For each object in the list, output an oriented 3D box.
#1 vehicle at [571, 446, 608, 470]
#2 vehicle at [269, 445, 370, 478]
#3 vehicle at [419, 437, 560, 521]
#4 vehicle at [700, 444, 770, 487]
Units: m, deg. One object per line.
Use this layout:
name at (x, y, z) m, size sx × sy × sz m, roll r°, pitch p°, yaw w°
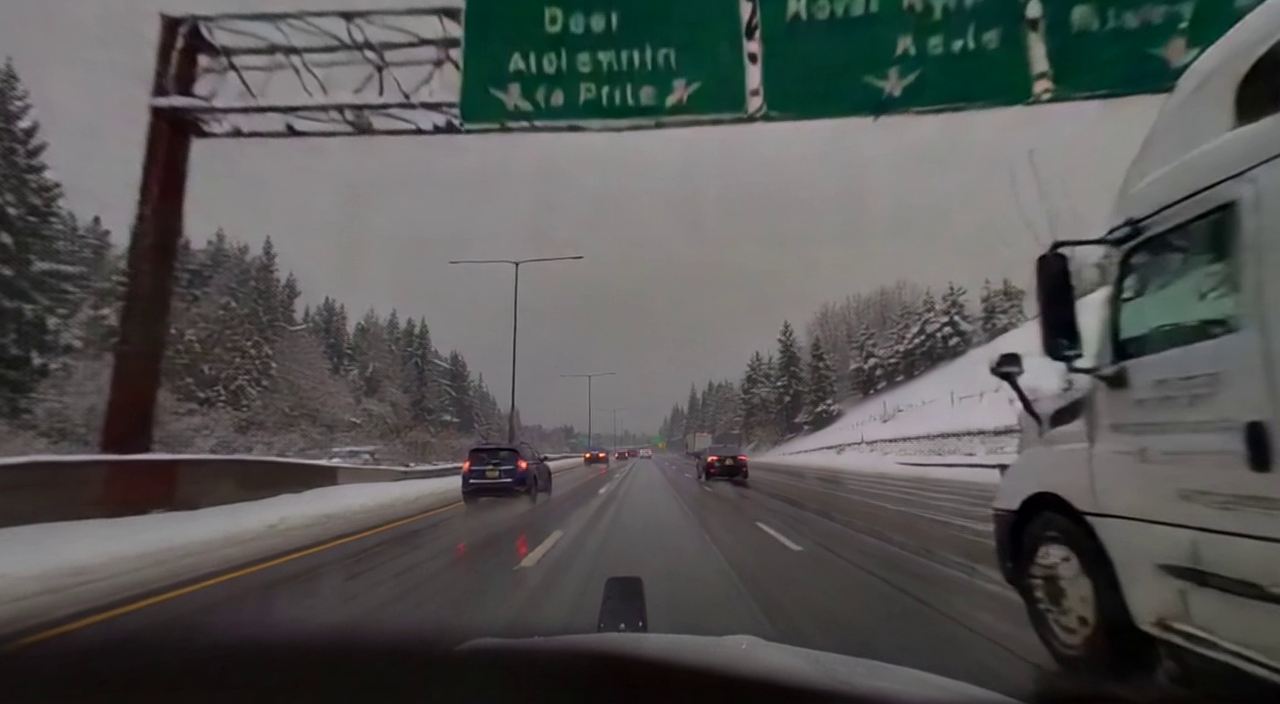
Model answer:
vehicle at (-3.351, 7.168, 42.846) m, size 2.099 × 1.494 × 4.504 m, roll 0°, pitch -8°, yaw 1°
vehicle at (-23.352, 8.003, 46.710) m, size 2.721 × 2.129 × 9.070 m, roll 0°, pitch -8°, yaw 0°
vehicle at (-3.243, 2.836, 14.785) m, size 1.974 × 1.589 × 5.047 m, roll -1°, pitch -8°, yaw 1°
vehicle at (3.495, 4.251, 24.081) m, size 2.040 × 1.461 × 4.822 m, roll -1°, pitch -8°, yaw 1°
